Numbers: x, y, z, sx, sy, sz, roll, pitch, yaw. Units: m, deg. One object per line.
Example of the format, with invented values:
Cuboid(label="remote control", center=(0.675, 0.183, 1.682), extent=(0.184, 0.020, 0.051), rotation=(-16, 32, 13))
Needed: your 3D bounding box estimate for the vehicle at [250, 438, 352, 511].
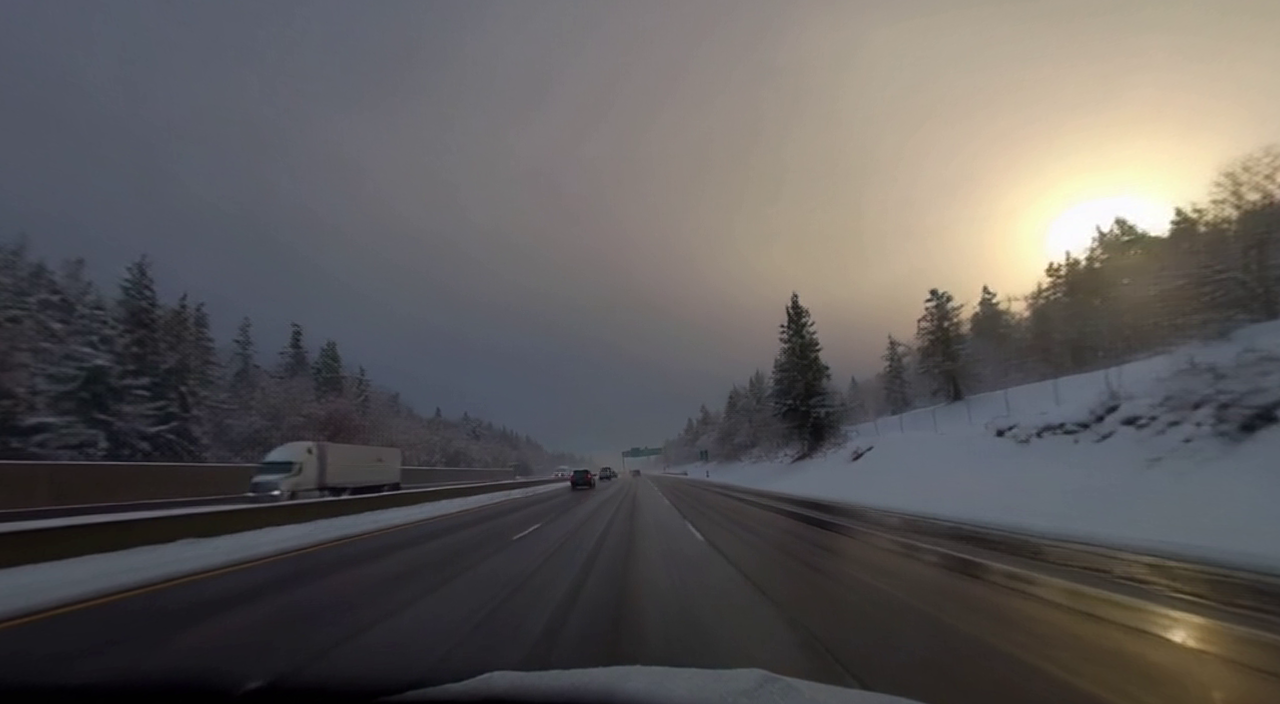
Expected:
Cuboid(label="vehicle", center=(-21.784, 7.940, 41.013), extent=(2.975, 4.273, 6.131), rotation=(1, -11, 0))

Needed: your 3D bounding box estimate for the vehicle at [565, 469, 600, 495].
Cuboid(label="vehicle", center=(-3.544, 8.067, 39.239), extent=(1.863, 1.486, 3.852), rotation=(1, -10, -1))
